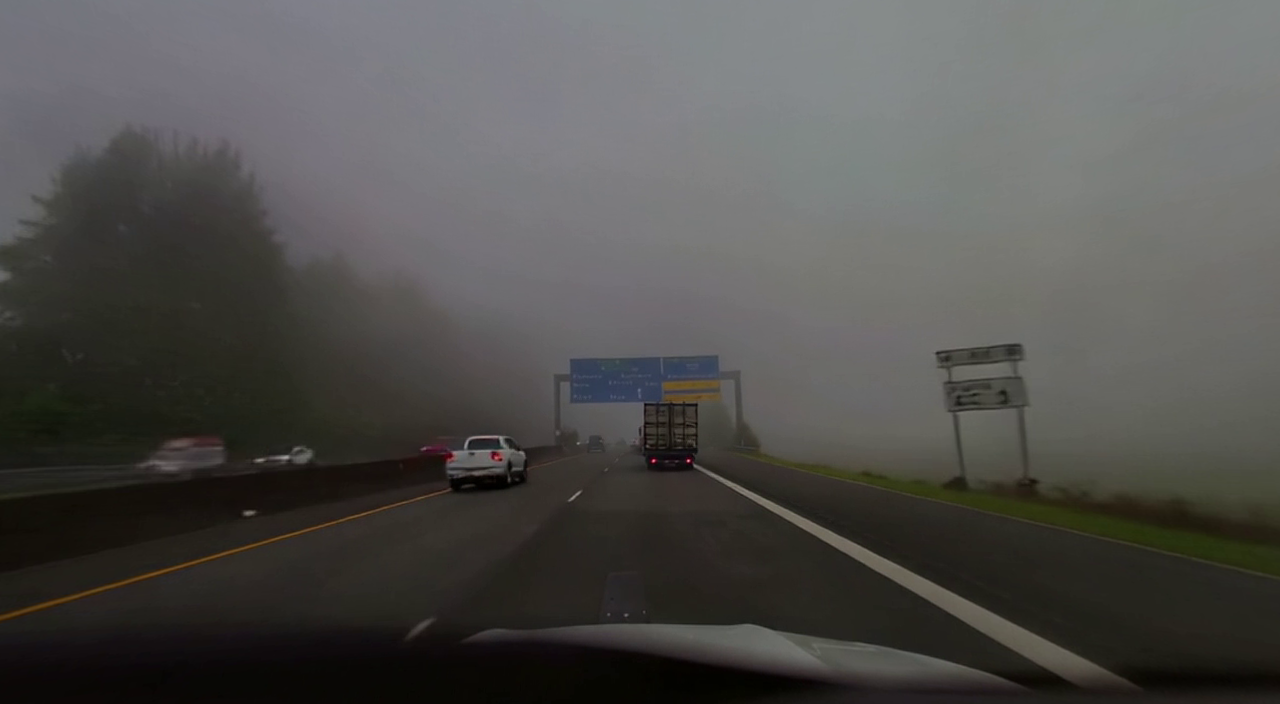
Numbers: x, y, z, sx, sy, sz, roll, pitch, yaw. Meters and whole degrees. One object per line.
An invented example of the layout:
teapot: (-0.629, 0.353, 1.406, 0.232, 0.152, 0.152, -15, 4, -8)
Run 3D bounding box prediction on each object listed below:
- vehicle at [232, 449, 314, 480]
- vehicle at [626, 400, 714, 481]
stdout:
vehicle: (-19.640, 6.006, 33.917, 1.867, 1.479, 4.361, 0, -8, -1)
vehicle: (0.853, 3.129, 22.240, 2.677, 2.439, 6.402, 0, -8, -1)
